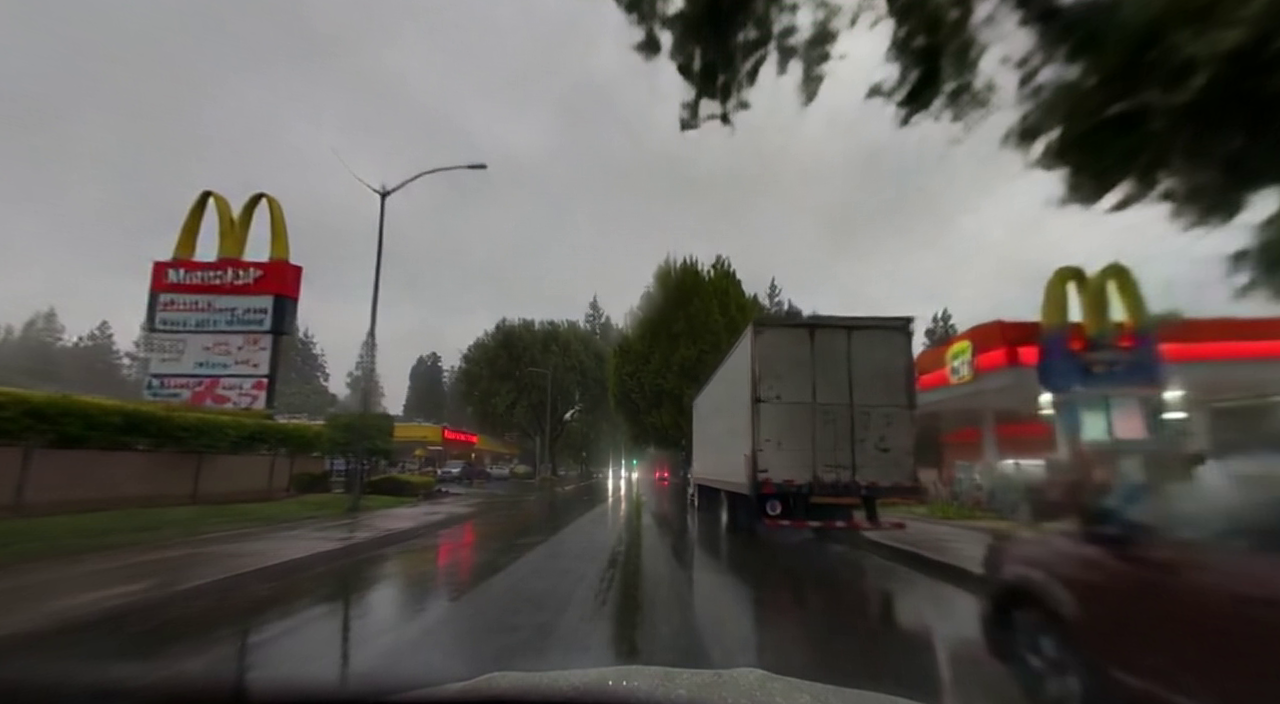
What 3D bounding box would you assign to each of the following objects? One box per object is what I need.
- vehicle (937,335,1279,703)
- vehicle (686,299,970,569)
[{"bbox_3d":[3.248,0.939,2.305,2.050,1.906,4.374,1,-10,-2],"label":"vehicle"},{"bbox_3d":[3.328,2.436,16.582,2.990,4.098,13.928,1,-10,-1],"label":"vehicle"}]
